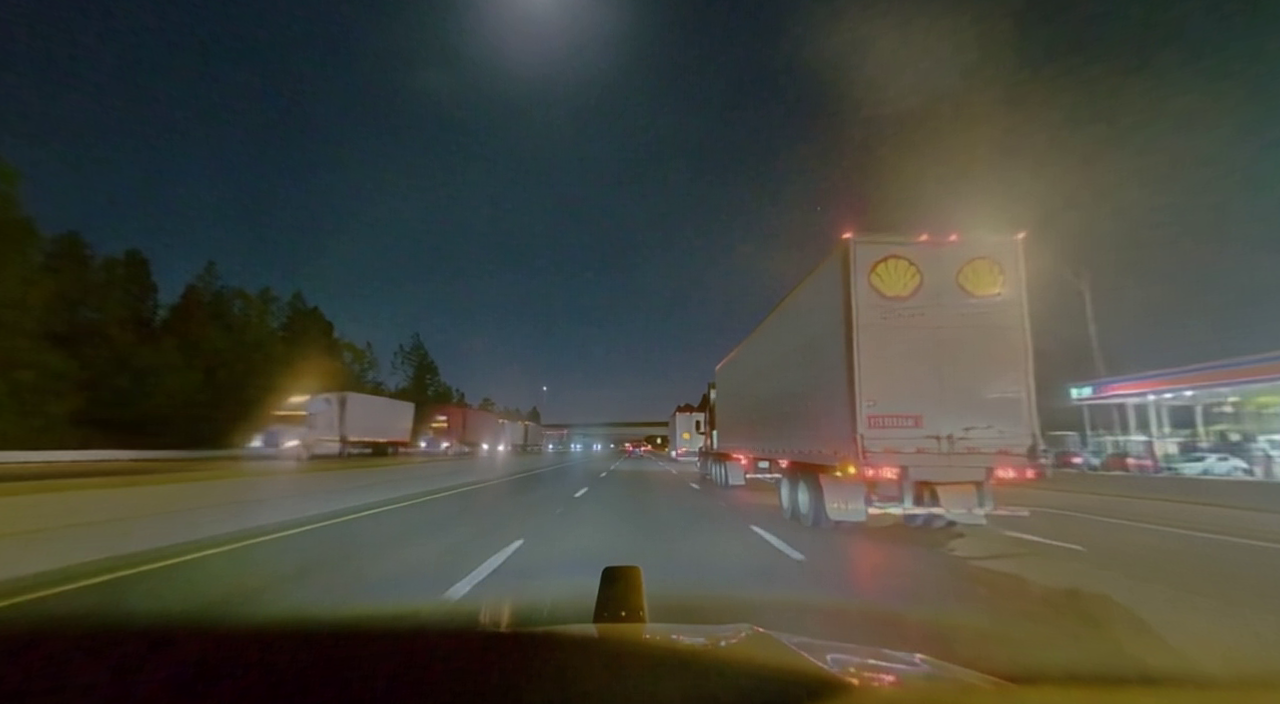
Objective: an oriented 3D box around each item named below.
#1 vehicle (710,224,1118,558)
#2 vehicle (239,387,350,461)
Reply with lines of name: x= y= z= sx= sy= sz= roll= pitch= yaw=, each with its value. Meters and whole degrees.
vehicle: x=3.963 y=1.443 z=14.481 sx=2.922 sy=3.987 sz=14.038 roll=0 pitch=-9 yaw=-1
vehicle: x=-19.678 y=4.237 z=36.400 sx=2.953 sy=3.898 sz=5.804 roll=0 pitch=-9 yaw=0
